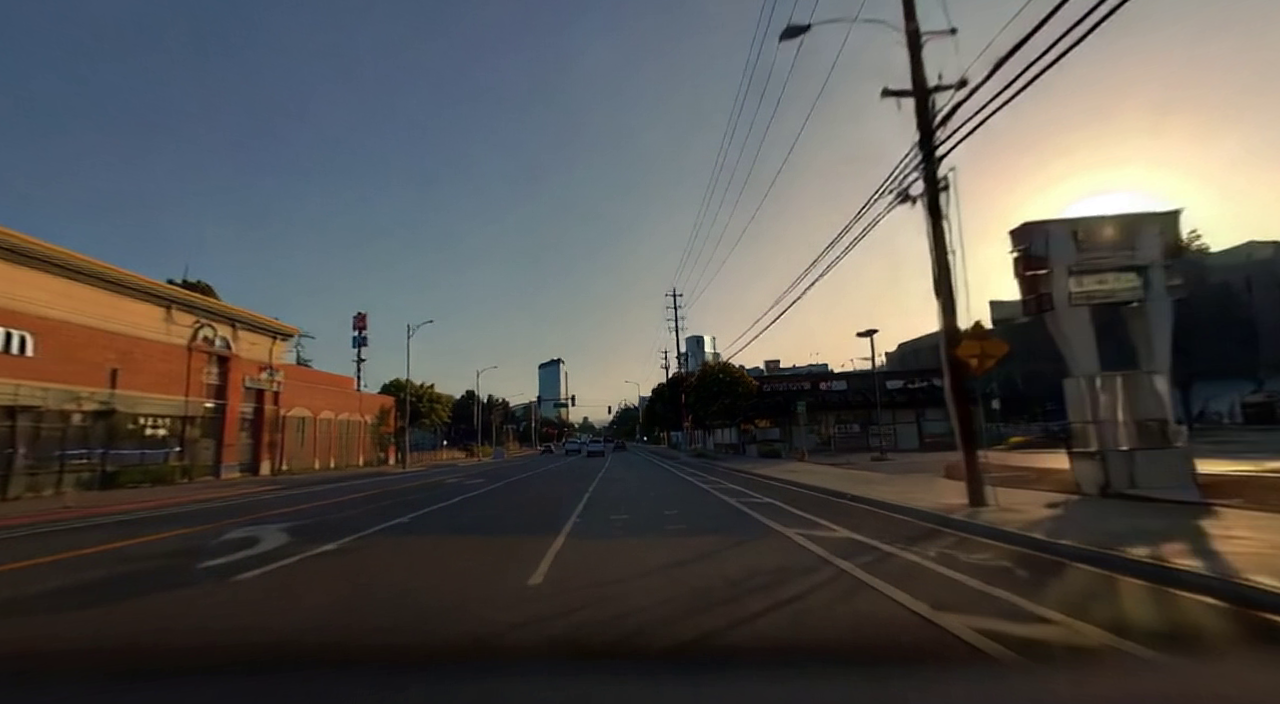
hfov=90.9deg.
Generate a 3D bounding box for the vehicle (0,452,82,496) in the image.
[{"bbox_3d":[-27.609,5.419,28.448,4.811,1.756,2.070,-5,-10,30],"label":"vehicle"}]
